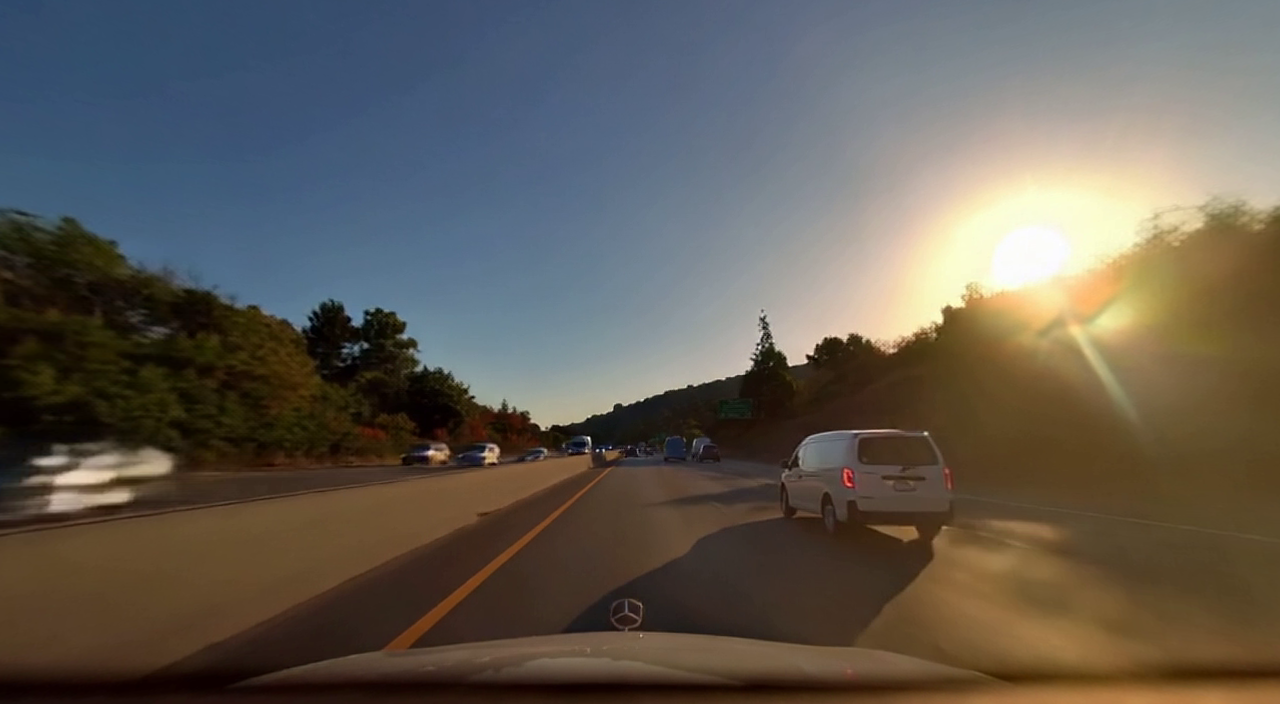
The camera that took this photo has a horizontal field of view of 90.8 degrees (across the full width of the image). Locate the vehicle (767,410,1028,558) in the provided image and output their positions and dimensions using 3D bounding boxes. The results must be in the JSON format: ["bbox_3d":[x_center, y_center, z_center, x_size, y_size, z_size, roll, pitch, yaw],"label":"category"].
[{"bbox_3d":[3.572,1.941,9.944,2.070,1.751,4.576,0,-9,-1],"label":"vehicle"}]

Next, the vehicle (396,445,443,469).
[{"bbox_3d":[-16.079,7.677,46.244,1.949,1.657,4.170,0,-9,-1],"label":"vehicle"}]
